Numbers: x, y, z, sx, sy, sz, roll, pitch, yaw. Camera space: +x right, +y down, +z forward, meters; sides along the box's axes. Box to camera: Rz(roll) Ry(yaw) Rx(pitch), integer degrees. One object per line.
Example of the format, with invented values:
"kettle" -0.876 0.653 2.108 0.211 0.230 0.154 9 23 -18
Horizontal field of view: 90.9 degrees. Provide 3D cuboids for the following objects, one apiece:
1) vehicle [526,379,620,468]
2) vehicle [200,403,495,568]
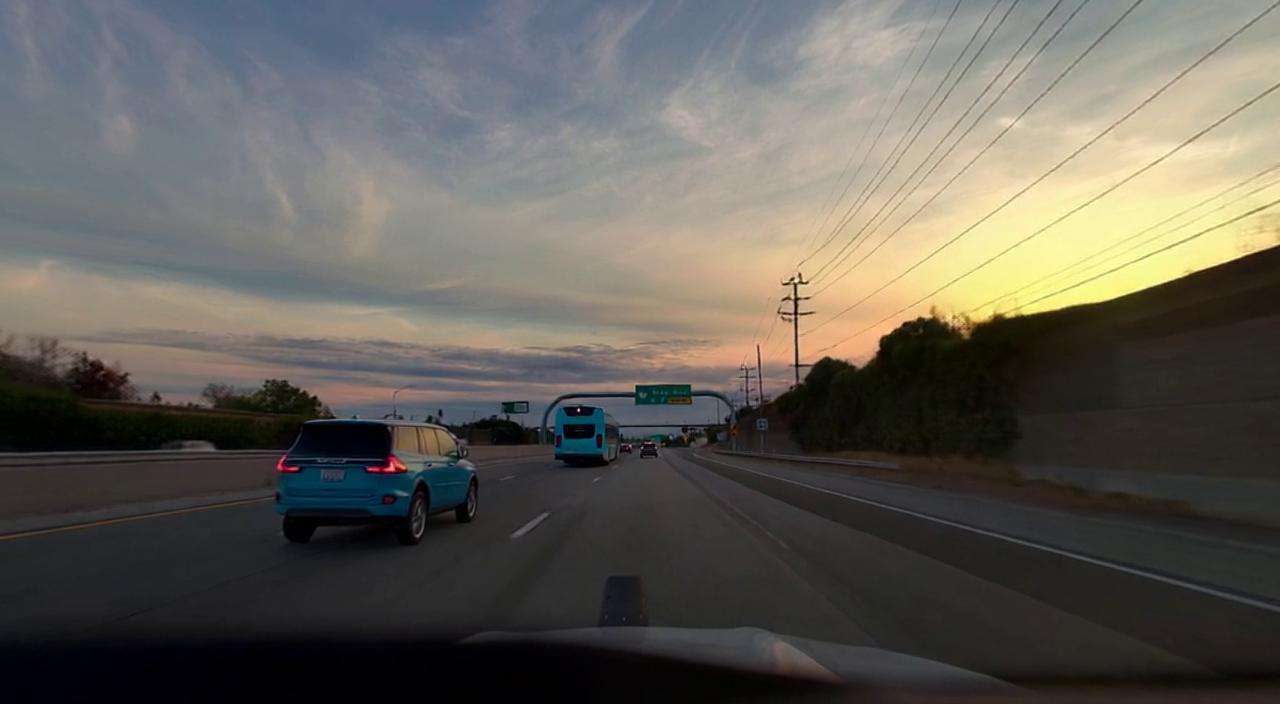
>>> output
"vehicle" -3.033 3.987 32.951 3.382 3.712 11.766 2 -9 1
"vehicle" -3.607 1.731 8.872 2.021 1.730 4.223 0 -8 1
